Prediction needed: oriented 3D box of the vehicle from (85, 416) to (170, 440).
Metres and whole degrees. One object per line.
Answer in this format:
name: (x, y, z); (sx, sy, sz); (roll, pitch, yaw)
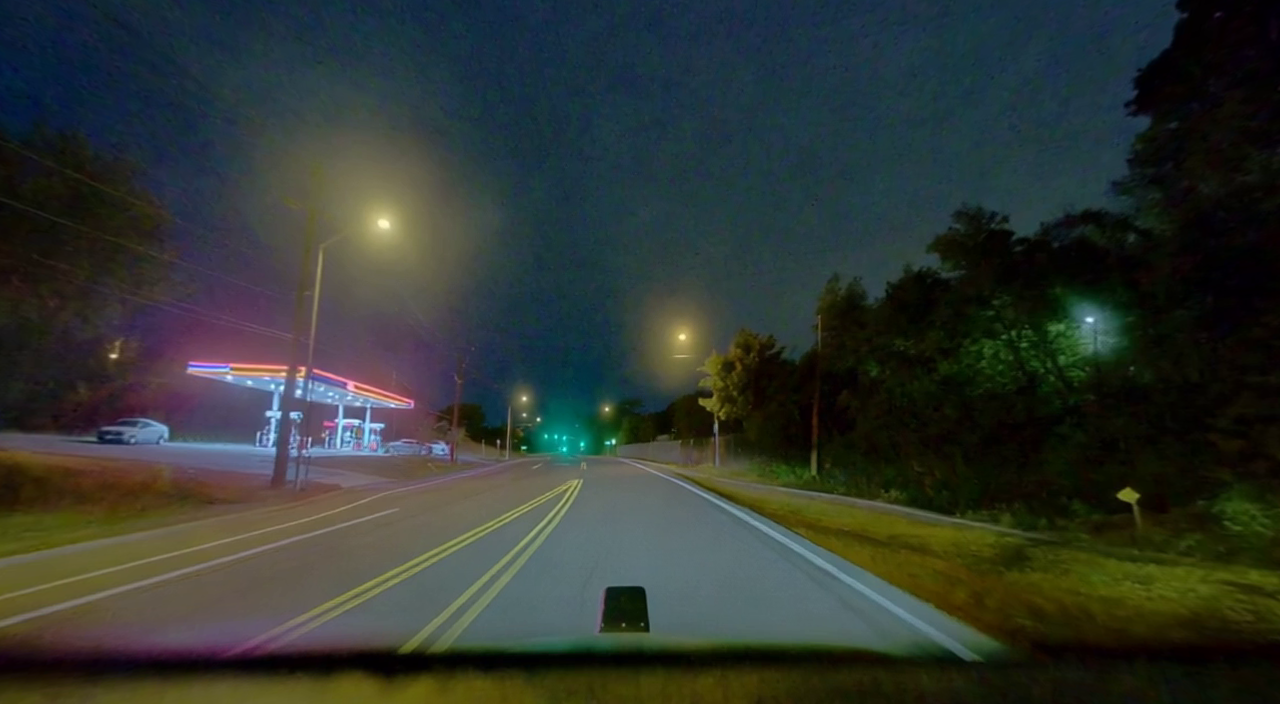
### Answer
vehicle: (-34.830, 5.183, 42.907); (4.399, 1.566, 1.882); (-2, -9, 9)
